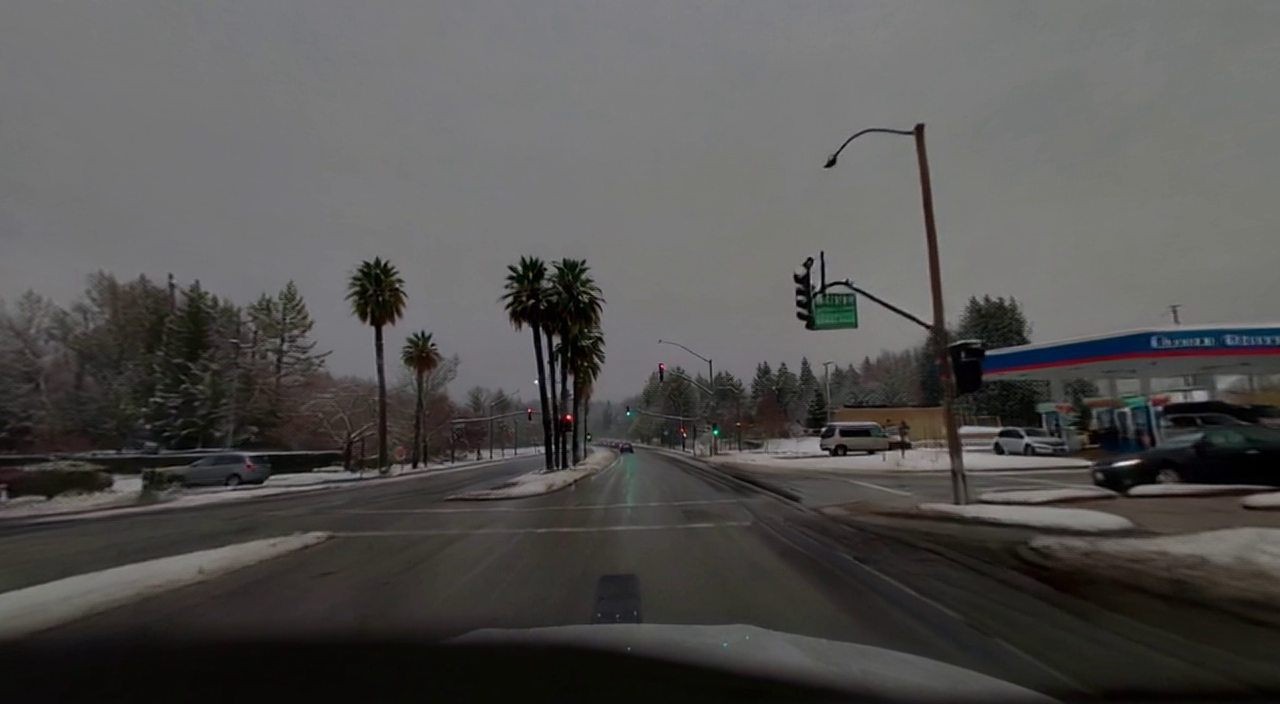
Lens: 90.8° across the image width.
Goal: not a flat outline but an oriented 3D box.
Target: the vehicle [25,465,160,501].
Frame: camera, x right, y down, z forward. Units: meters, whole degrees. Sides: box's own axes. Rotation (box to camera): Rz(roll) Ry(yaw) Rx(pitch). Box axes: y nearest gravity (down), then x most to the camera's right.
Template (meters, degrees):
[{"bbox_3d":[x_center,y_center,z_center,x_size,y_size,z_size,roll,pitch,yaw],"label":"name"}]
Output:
[{"bbox_3d":[-25.823,6.175,29.918,4.448,1.525,1.835,1,-9,-5],"label":"vehicle"}]

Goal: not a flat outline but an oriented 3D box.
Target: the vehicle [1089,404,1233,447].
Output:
[{"bbox_3d":[28.927,4.136,35.257,5.625,2.303,2.592,0,-8,2],"label":"vehicle"}]

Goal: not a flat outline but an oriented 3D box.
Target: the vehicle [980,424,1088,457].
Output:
[{"bbox_3d":[21.608,4.890,34.782,4.578,1.756,2.042,0,-8,-4],"label":"vehicle"}]

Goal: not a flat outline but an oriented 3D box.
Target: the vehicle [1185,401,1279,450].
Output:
[{"bbox_3d":[29.905,3.487,29.804,6.052,2.171,2.511,0,-8,-2],"label":"vehicle"}]

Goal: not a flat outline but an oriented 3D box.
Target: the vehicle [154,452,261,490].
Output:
[{"bbox_3d":[-25.912,7.132,38.004,5.056,1.839,1.957,-3,-6,-1],"label":"vehicle"}]

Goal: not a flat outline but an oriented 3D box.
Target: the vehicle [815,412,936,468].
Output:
[{"bbox_3d":[13.303,5.178,37.040,2.944,2.783,10.332,0,-8,-1],"label":"vehicle"}]
